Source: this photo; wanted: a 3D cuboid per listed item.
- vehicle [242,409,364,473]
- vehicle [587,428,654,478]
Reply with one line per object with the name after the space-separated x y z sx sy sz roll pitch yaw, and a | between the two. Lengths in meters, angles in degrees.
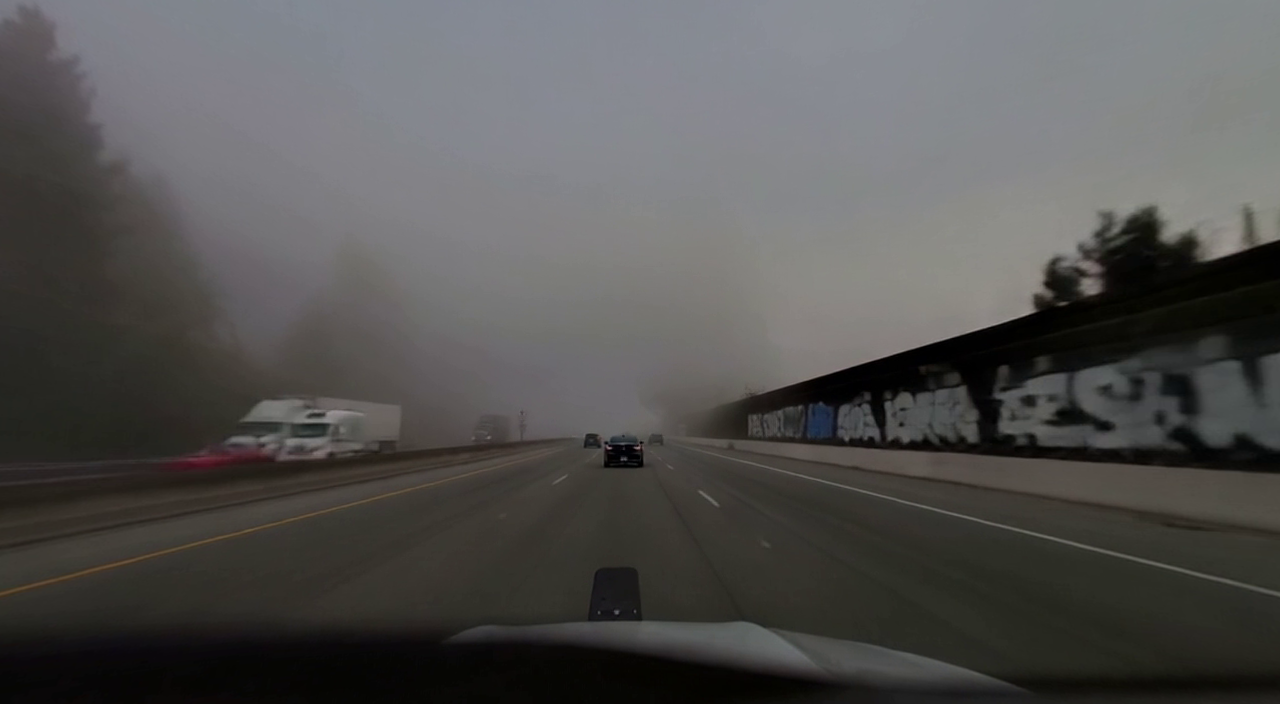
-15.542 4.173 29.715 2.212 2.610 6.936 0 -8 -3 | vehicle
-0.620 3.303 20.929 2.044 1.477 3.693 0 -8 -1 | vehicle
